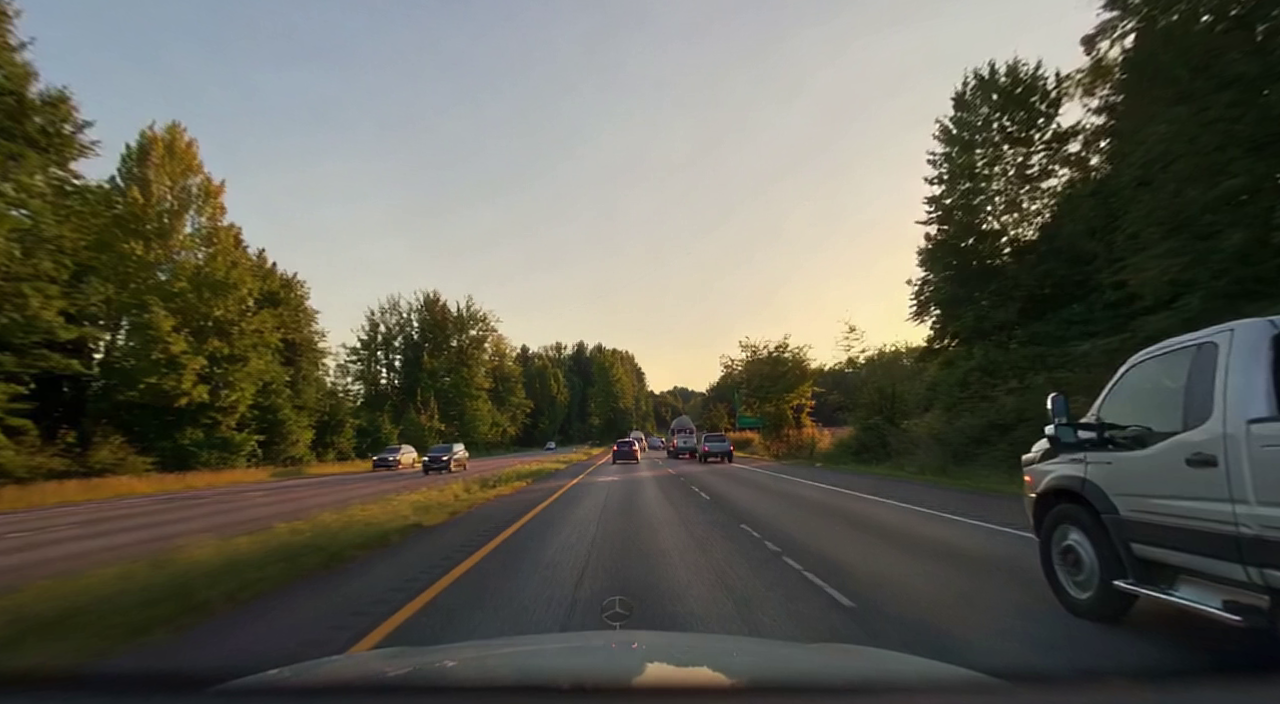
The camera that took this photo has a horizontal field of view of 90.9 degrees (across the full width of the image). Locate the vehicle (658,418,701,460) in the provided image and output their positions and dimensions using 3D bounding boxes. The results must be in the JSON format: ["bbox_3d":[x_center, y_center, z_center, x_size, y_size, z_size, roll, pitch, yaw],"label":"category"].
[{"bbox_3d":[2.968,6.814,49.502,2.728,3.053,7.708,0,-8,-1],"label":"vehicle"}]

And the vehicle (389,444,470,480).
[{"bbox_3d":[-9.634,5.054,29.369,2.197,1.483,4.748,0,-8,-1],"label":"vehicle"}]

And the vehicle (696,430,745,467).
[{"bbox_3d":[4.390,5.331,35.065,2.073,1.905,4.023,0,-8,-1],"label":"vehicle"}]

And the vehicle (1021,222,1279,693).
[{"bbox_3d":[4.593,0.428,2.388,2.452,2.444,5.972,0,-8,-1],"label":"vehicle"}]

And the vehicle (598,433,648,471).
[{"bbox_3d":[-0.787,4.723,30.168,2.206,1.681,4.111,0,-8,-1],"label":"vehicle"}]
